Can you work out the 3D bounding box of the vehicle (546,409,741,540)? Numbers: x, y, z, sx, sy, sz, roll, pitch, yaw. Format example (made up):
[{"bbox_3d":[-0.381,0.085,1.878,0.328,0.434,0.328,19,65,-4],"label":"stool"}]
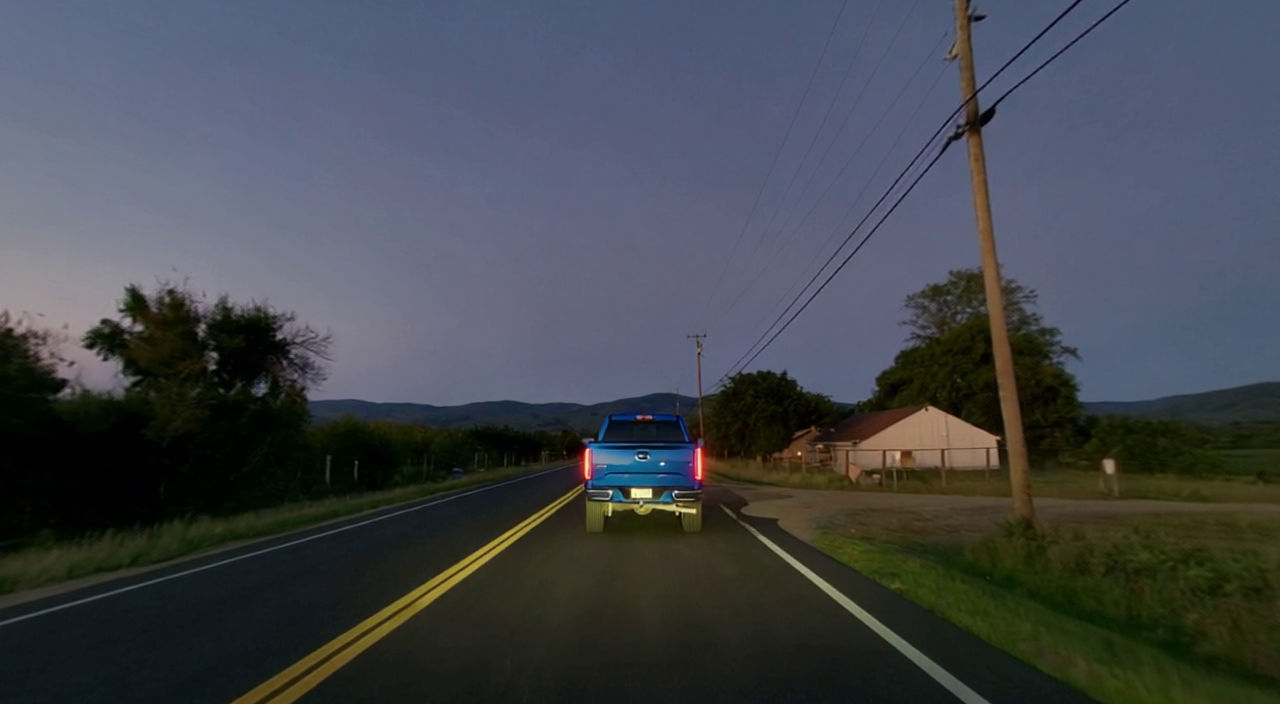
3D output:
[{"bbox_3d":[0.018,2.186,12.042,2.774,1.861,5.885,0,-8,-1],"label":"vehicle"}]
